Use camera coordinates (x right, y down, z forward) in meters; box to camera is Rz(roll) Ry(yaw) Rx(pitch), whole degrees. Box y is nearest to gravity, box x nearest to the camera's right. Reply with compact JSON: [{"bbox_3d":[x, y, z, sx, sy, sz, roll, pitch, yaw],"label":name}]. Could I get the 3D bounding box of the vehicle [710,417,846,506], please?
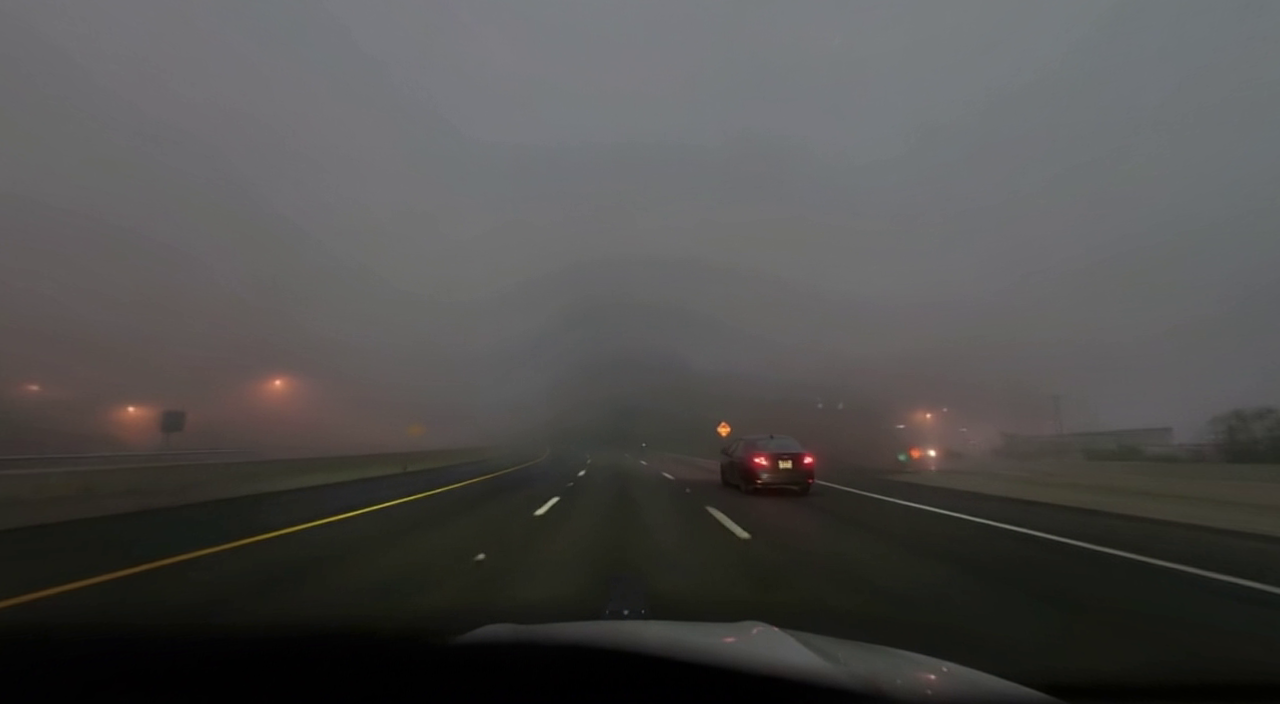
[{"bbox_3d":[2.951,2.471,14.584,2.059,1.715,4.192,0,-8,-2],"label":"vehicle"}]
